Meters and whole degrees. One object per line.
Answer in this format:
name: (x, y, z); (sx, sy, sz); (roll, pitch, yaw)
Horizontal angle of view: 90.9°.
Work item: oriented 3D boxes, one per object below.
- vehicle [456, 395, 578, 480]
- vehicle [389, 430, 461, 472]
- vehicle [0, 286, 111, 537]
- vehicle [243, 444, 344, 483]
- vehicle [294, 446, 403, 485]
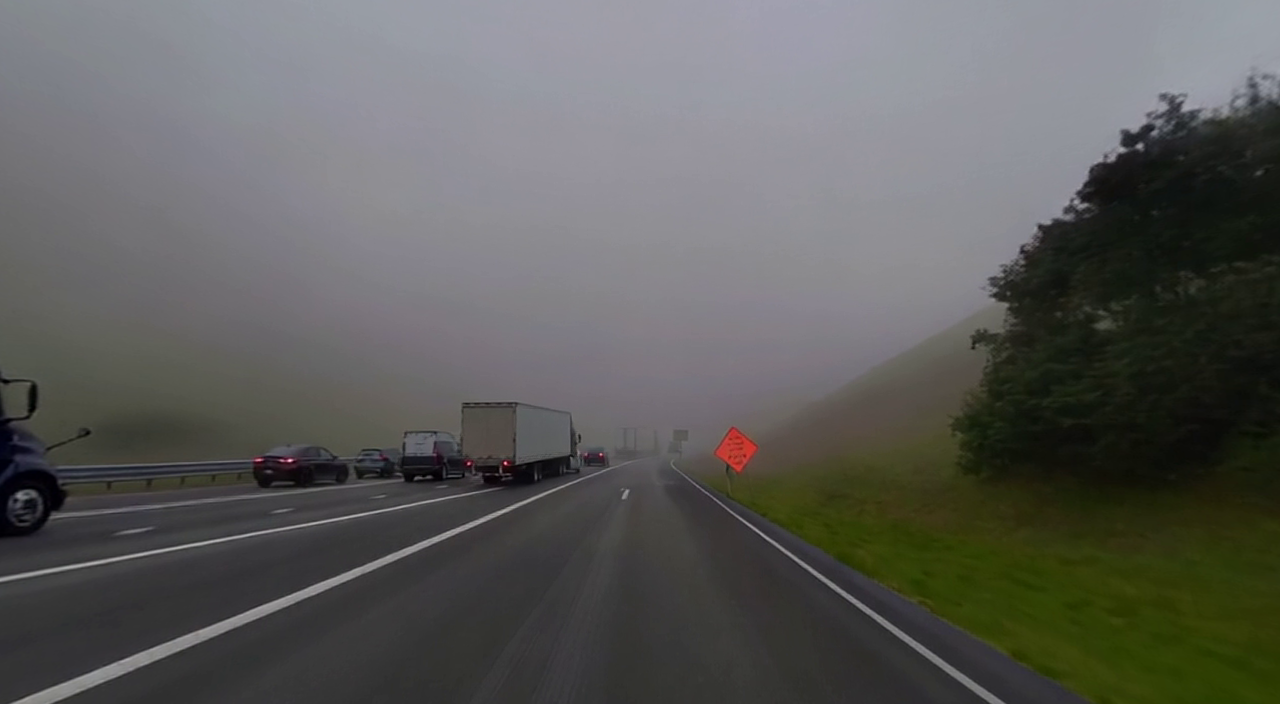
vehicle: (-6.642, 5.219, 37.599); (2.848, 4.067, 14.314); (-1, -9, 7)
vehicle: (-14.253, 6.644, 42.138); (2.264, 2.596, 5.494); (-1, -9, 7)
vehicle: (-11.285, 0.714, 8.321); (2.960, 3.757, 5.799); (-1, -9, 7)
vehicle: (-16.124, 5.182, 29.579); (1.943, 1.662, 4.283); (-1, -9, 6)
vehicle: (-12.442, 4.873, 27.337); (1.925, 1.493, 4.864); (-2, -9, 8)
